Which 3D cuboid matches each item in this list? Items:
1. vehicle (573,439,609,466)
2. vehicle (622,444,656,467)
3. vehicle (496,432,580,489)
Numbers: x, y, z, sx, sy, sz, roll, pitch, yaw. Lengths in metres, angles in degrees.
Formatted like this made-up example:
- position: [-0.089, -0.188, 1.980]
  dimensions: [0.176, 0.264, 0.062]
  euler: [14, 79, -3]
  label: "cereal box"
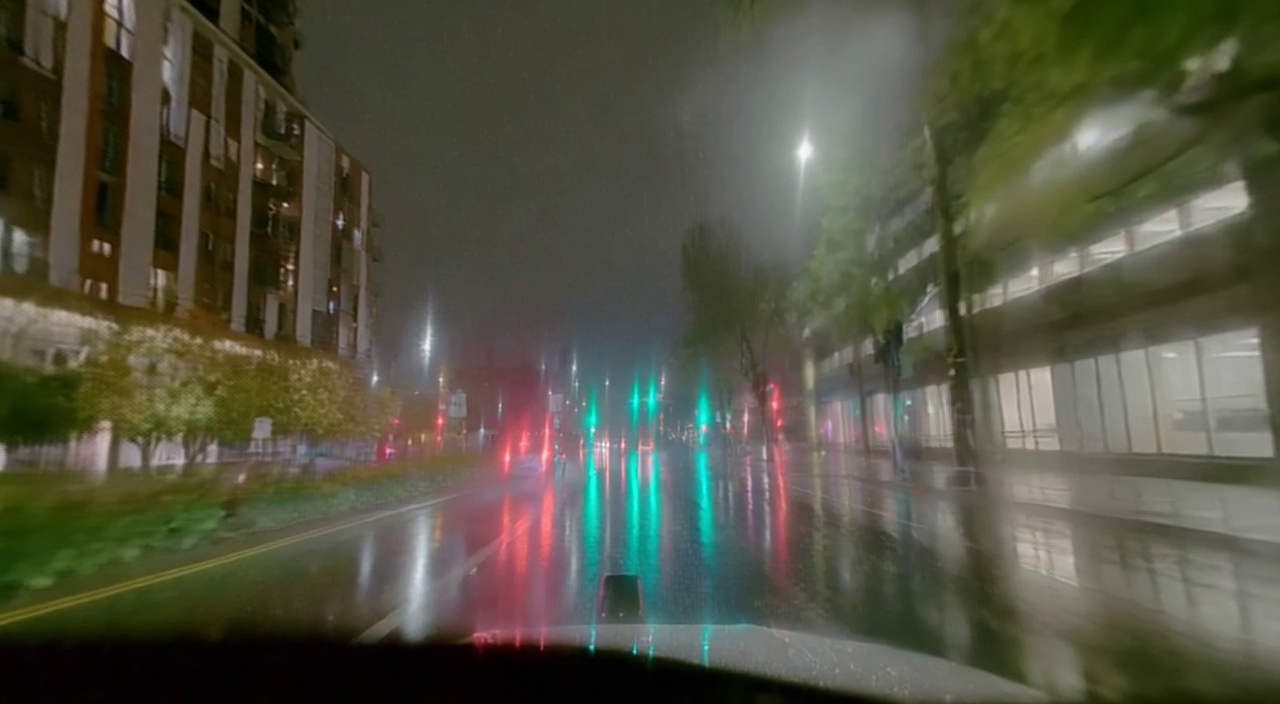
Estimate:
- position: [-3.451, 7.174, 45.175]
  dimensions: [2.152, 1.802, 4.628]
  euler: [0, -9, 0]
  label: "vehicle"
- position: [-0.064, 6.711, 41.086]
  dimensions: [2.095, 1.438, 3.843]
  euler: [0, -9, 0]
  label: "vehicle"
- position: [-3.340, 3.679, 21.633]
  dimensions: [2.116, 1.725, 4.315]
  euler: [0, -9, 1]
  label: "vehicle"
